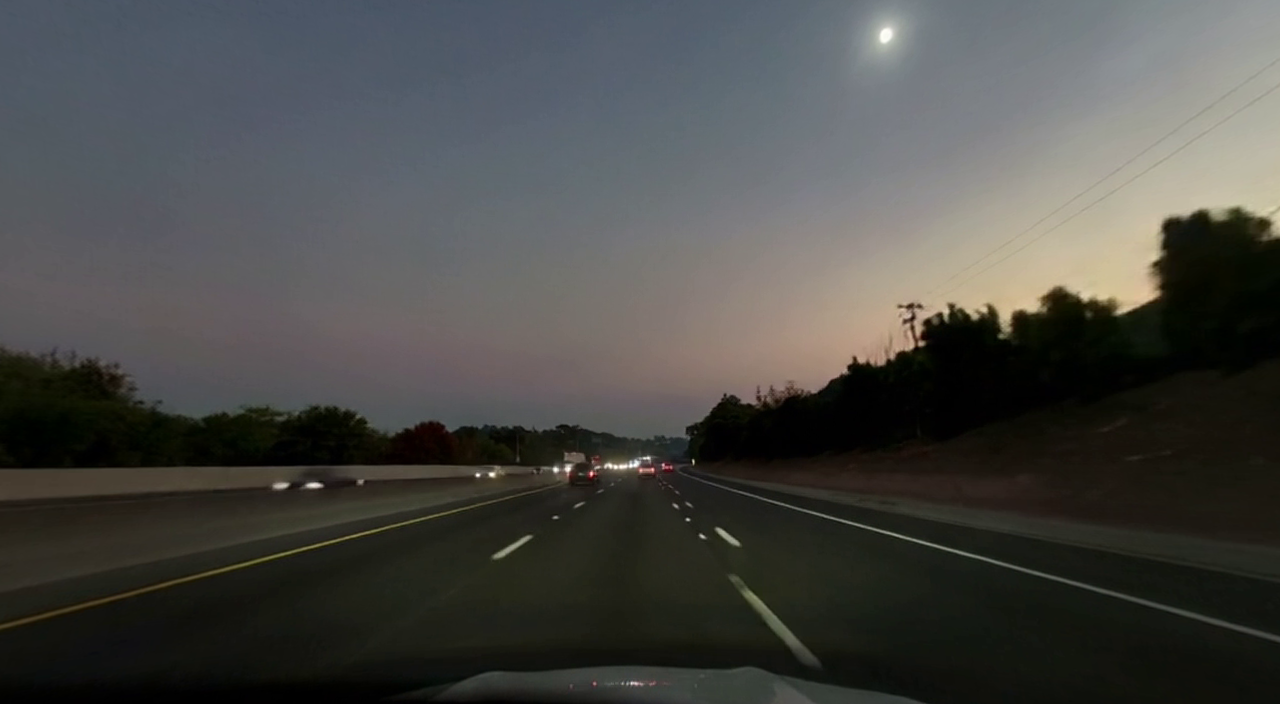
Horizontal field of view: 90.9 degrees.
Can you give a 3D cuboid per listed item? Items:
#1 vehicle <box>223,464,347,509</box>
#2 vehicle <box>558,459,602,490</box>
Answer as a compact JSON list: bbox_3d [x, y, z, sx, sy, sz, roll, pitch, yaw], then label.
[{"bbox_3d":[-12.880,4.906,23.215,1.929,1.432,4.378,1,-11,1],"label":"vehicle"},{"bbox_3d":[-3.687,7.684,39.618,2.233,1.791,4.981,1,-11,1],"label":"vehicle"}]
